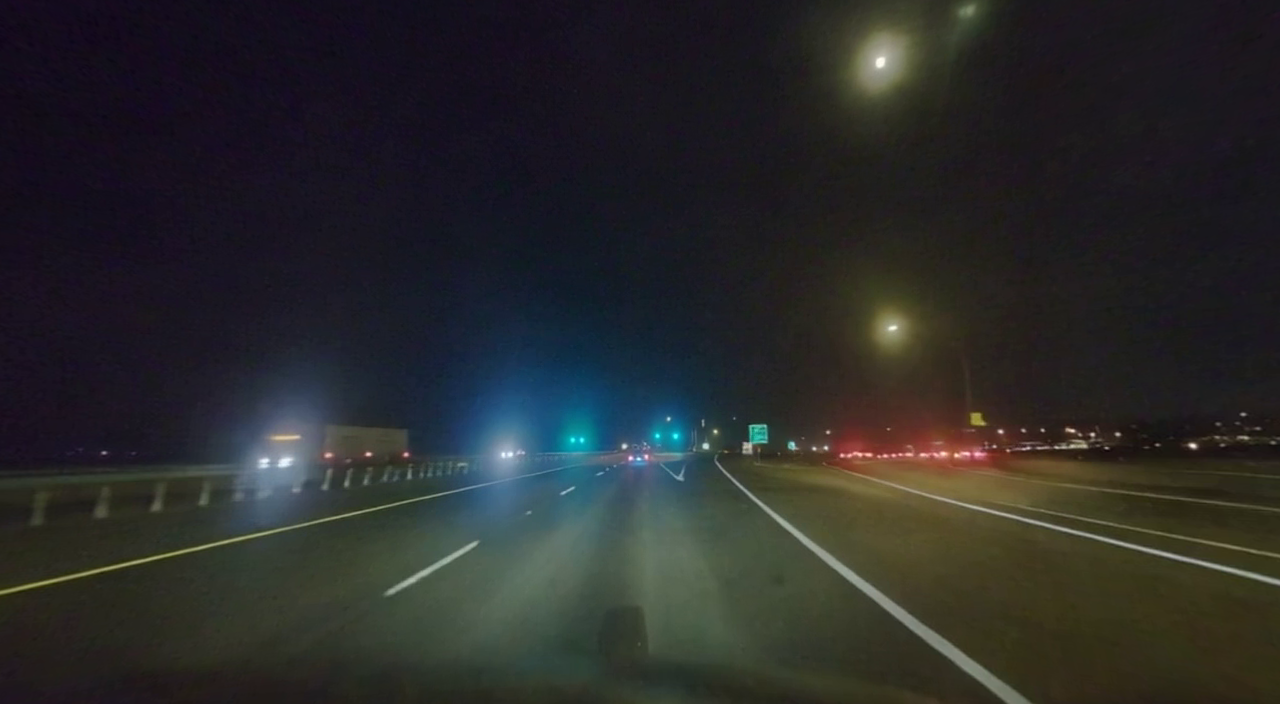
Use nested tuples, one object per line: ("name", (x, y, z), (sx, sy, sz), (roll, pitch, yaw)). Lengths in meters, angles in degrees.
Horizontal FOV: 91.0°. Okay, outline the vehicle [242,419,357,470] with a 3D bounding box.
("vehicle", (-25.012, 6.929, 47.030), (2.961, 3.330, 9.690), (0, -9, 1))
